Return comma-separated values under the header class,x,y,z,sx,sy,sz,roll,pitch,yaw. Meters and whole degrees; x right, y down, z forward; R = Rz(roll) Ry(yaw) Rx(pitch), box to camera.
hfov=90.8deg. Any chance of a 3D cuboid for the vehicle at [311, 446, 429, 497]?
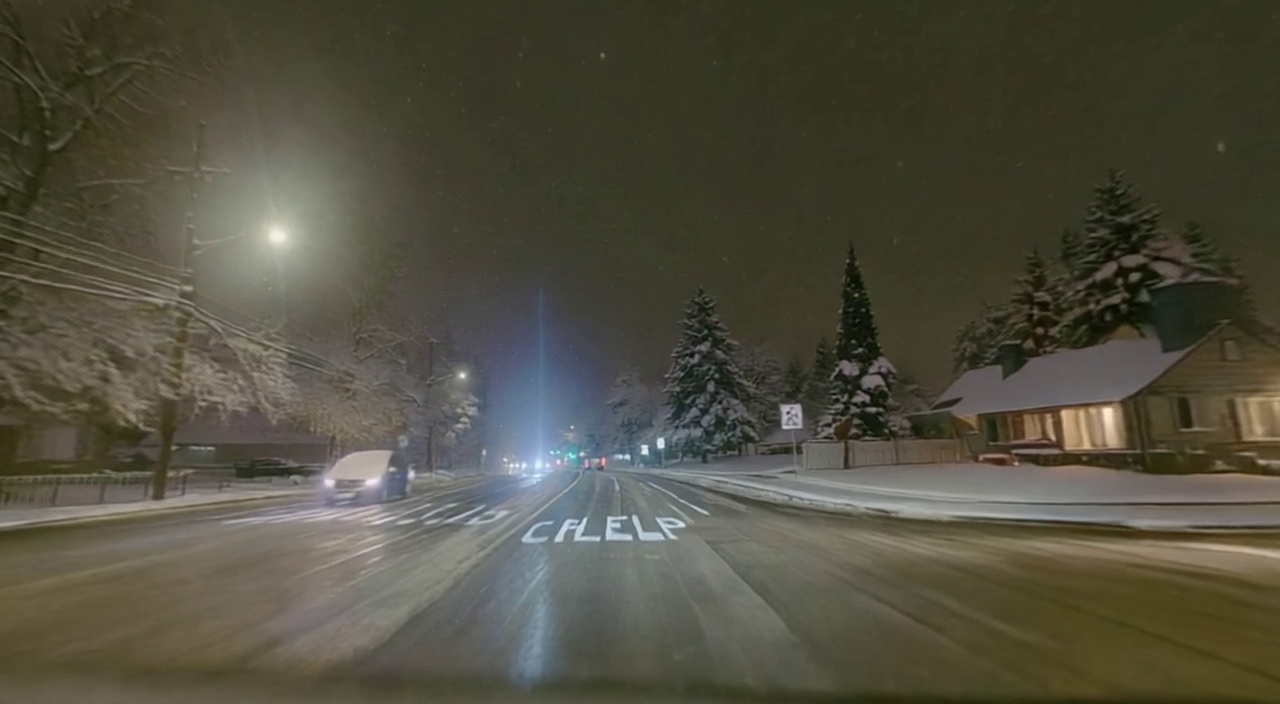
class,x,y,z,sx,sy,sz,roll,pitch,yaw
vehicle,-10.094,4.464,24.091,2.053,1.727,4.651,-1,-8,6
